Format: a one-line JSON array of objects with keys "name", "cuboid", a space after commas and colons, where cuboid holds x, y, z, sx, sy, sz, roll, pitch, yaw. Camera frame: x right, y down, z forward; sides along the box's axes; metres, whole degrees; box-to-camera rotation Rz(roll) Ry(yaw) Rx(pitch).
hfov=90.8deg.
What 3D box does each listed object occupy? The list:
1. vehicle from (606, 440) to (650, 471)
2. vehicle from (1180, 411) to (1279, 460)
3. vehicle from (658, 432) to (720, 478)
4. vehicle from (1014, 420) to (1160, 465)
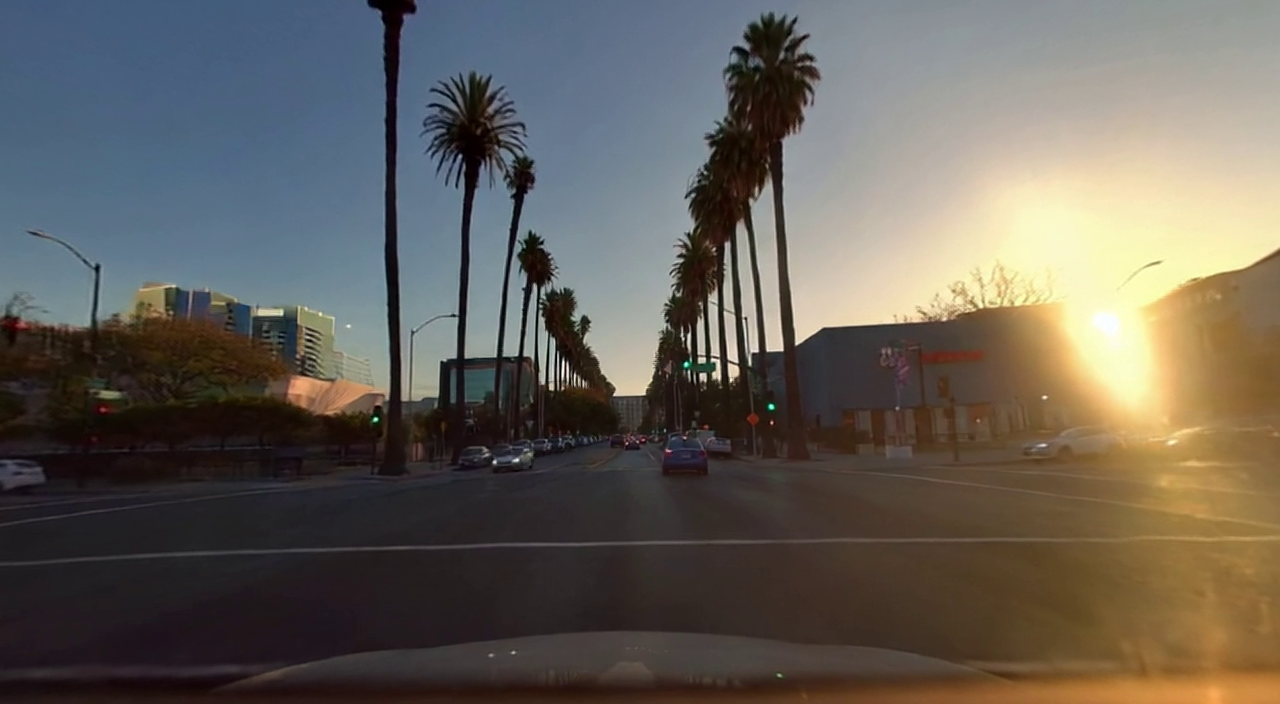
[{"name": "vehicle", "cuboid": [-0.649, 5.164, 31.719, 2.088, 1.452, 3.993, 0, -8, -2]}, {"name": "vehicle", "cuboid": [25.604, 3.405, 25.755, 5.130, 1.875, 2.118, 0, -8, -1]}, {"name": "vehicle", "cuboid": [1.895, 4.157, 25.828, 2.003, 1.702, 4.288, 0, -8, -3]}, {"name": "vehicle", "cuboid": [17.688, 3.612, 25.182, 4.277, 1.665, 2.006, 0, -8, -1]}]
